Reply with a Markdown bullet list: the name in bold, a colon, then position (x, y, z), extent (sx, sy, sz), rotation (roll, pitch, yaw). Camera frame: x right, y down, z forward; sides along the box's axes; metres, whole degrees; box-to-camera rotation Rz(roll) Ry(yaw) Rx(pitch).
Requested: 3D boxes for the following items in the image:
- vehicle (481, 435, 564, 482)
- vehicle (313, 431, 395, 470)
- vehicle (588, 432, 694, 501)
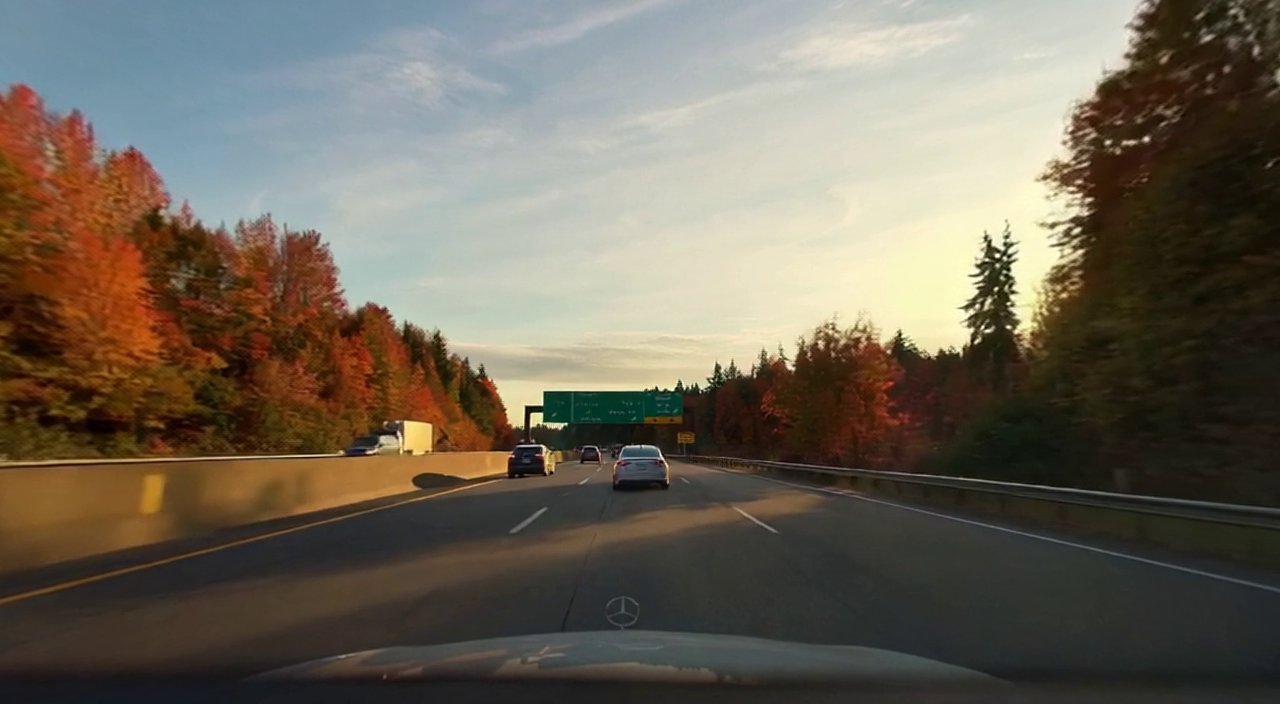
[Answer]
- **vehicle**: position (-4.515, 4.186, 24.918), extent (2.545, 1.679, 4.267), rotation (0, -9, -1)
- **vehicle**: position (-15.840, 5.508, 35.099), extent (2.107, 1.969, 5.204), rotation (0, -9, 1)
- **vehicle**: position (-0.019, 3.164, 17.722), extent (2.634, 1.679, 4.070), rotation (0, -9, -1)
